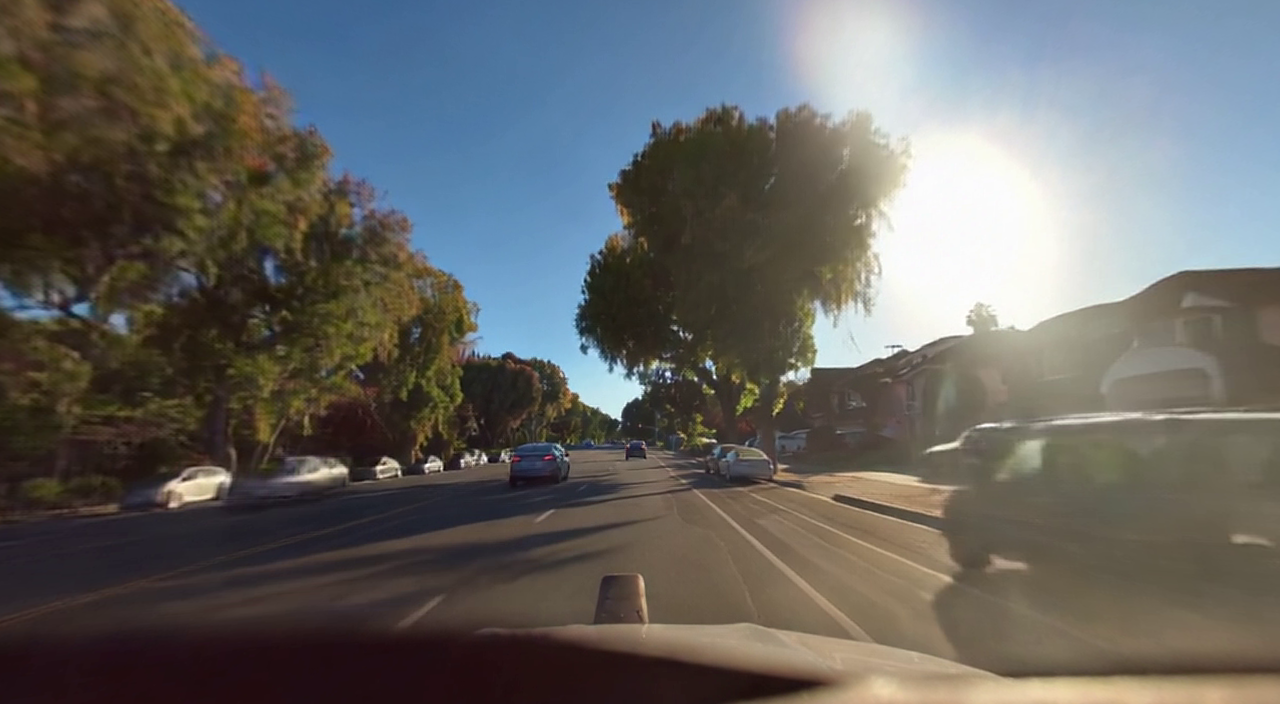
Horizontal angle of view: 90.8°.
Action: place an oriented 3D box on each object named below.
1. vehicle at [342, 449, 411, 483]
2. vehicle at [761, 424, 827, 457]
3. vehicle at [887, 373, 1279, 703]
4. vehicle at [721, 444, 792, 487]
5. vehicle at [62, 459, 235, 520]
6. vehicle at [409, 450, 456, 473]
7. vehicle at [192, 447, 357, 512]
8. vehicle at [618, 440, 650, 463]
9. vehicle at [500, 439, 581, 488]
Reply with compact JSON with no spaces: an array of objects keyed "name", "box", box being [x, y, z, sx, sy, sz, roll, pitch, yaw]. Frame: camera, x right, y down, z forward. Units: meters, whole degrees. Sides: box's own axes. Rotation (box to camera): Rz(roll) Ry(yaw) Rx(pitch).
[{"name":"vehicle","box":[-14.676,6.333,35.497,1.914,1.747,4.550,0,-8,0]},{"name":"vehicle","box":[11.524,6.699,47.569,4.240,1.780,1.921,-9,-9,0]},{"name":"vehicle","box":[4.294,1.360,5.717,2.123,1.797,4.792,0,-9,0]},{"name":"vehicle","box":[4.303,4.247,23.935,1.890,1.459,4.371,0,-8,1]},{"name":"vehicle","box":[-14.515,4.041,19.023,1.847,1.494,4.189,0,-8,-1]},{"name":"vehicle","box":[-14.602,7.722,44.754,1.827,1.480,4.738,0,-8,-1]},{"name":"vehicle","box":[-9.702,3.365,17.254,1.985,1.502,4.253,0,-8,-1]},{"name":"vehicle","box":[-0.405,6.789,43.277,2.088,1.495,4.048,0,-8,-1]},{"name":"vehicle","box":[-3.268,3.764,21.644,2.027,1.477,4.413,0,-8,1]}]
